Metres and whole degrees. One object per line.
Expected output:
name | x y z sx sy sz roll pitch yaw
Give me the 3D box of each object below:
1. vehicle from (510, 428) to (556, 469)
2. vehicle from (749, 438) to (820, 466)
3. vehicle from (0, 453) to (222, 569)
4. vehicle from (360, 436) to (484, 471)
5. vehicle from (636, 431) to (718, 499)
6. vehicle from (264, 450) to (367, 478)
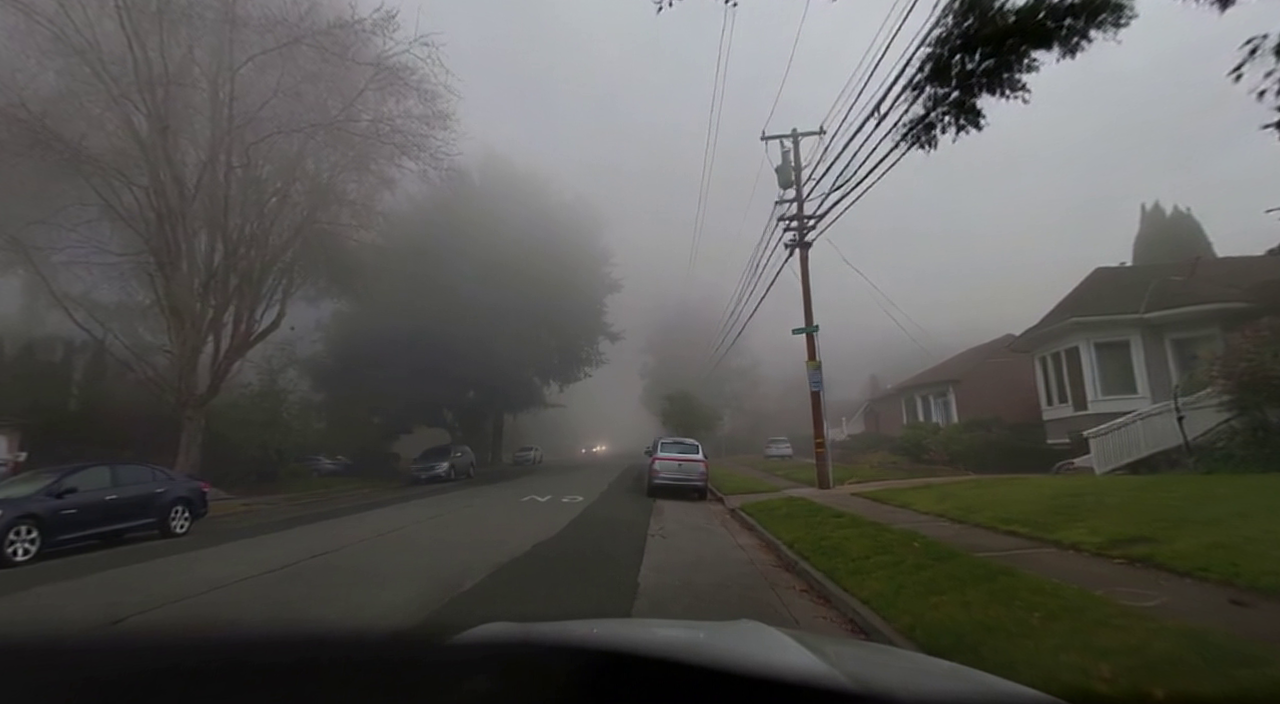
vehicle | -8.043 7.304 48.013 2.199 2.902 5.848 0 -8 3
vehicle | 9.025 6.268 39.690 4.075 1.674 1.811 0 -8 3
vehicle | -9.158 2.330 9.877 1.968 1.449 4.502 -1 -8 3
vehicle | -12.857 6.052 37.656 6.488 2.009 2.354 0 -9 2
vehicle | 0.971 2.898 16.521 1.908 1.572 3.105 -1 -8 4
vehicle | -17.201 5.963 33.651 4.481 1.420 1.712 0 -9 -2
